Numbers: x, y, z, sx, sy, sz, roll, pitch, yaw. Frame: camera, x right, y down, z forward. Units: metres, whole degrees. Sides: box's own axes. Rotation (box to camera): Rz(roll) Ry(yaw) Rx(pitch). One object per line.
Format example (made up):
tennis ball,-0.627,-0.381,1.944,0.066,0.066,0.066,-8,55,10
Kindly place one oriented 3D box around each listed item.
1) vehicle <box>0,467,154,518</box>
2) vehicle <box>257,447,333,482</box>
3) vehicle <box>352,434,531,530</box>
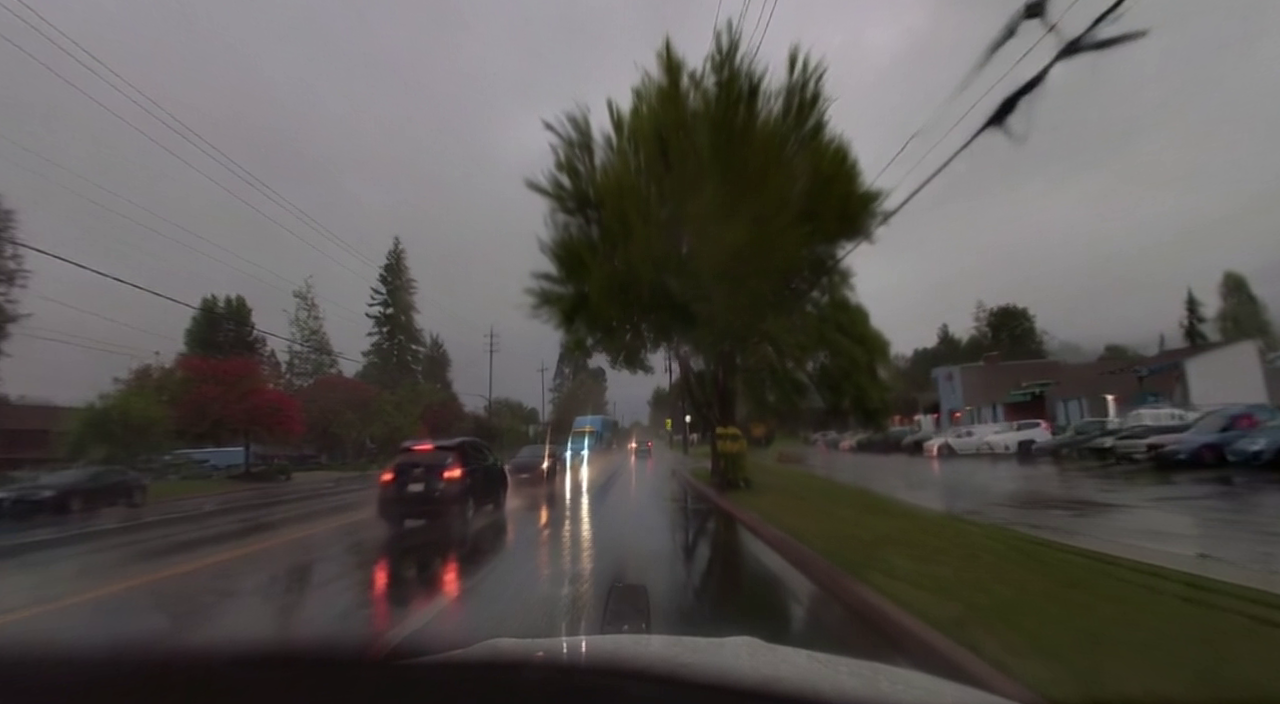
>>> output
vehicle,-20.678,5.076,23.150,2.231,1.478,4.603,1,-8,-5
vehicle,-22.685,7.376,41.714,2.241,2.143,5.321,1,-8,-4
vehicle,-3.456,2.339,11.936,1.998,1.466,4.124,0,-8,1
